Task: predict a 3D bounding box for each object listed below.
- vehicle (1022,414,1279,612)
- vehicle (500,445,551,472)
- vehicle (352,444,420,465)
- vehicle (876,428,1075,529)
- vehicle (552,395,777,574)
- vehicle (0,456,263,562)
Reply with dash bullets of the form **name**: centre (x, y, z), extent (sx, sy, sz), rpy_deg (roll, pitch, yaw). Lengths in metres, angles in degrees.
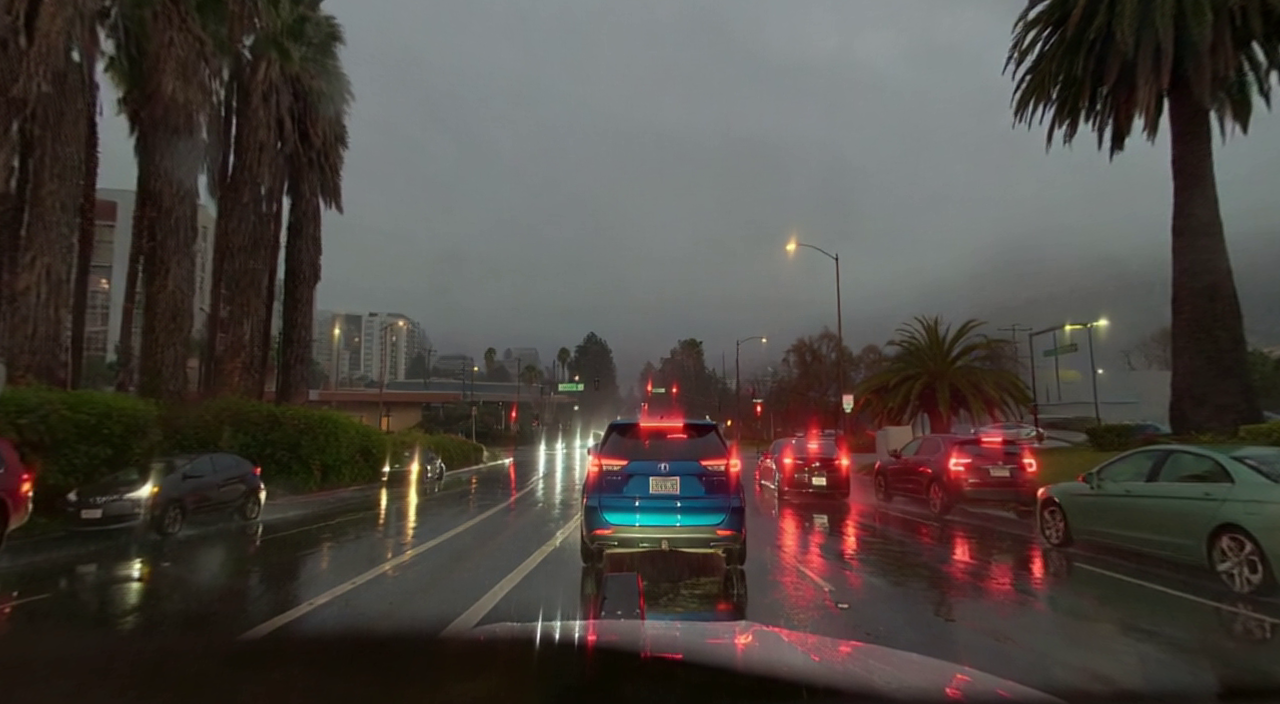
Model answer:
- **vehicle**: centre (6.443, 1.598, 6.919), extent (1.935, 1.672, 4.139), rpy_deg (0, -8, 1)
- **vehicle**: centre (-6.655, 6.238, 37.251), extent (1.928, 1.475, 4.645), rpy_deg (-1, -8, 3)
- **vehicle**: centre (-18.722, 7.514, 46.642), extent (1.759, 1.457, 4.297), rpy_deg (-7, -11, 38)
- **vehicle**: centre (6.670, 2.529, 13.240), extent (1.930, 1.736, 4.329), rpy_deg (-1, -8, 3)
- **vehicle**: centre (0.262, 1.655, 8.586), extent (2.264, 1.798, 4.258), rpy_deg (0, -8, 1)
- **vehicle**: centre (-9.565, 2.798, 11.935), extent (2.054, 1.467, 4.595), rpy_deg (-4, -9, 0)
